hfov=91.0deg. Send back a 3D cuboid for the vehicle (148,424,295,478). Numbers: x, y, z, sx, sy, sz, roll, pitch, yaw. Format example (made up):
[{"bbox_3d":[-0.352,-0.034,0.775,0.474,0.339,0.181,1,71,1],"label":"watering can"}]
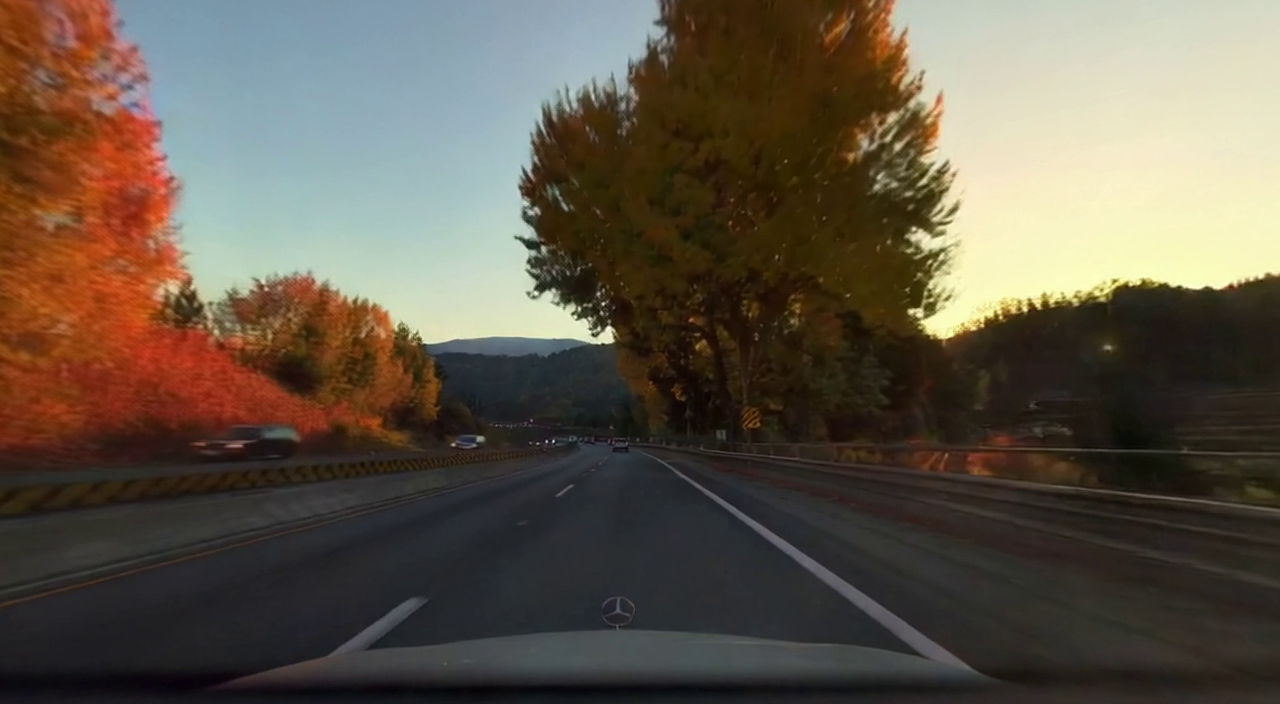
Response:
[{"bbox_3d":[-14.263,3.405,21.851,1.949,1.646,4.601,0,-8,0],"label":"vehicle"}]

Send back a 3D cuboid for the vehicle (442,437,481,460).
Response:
[{"bbox_3d":[-12.318,6.656,43.560,1.690,1.462,3.597,0,-8,-1],"label":"vehicle"}]
